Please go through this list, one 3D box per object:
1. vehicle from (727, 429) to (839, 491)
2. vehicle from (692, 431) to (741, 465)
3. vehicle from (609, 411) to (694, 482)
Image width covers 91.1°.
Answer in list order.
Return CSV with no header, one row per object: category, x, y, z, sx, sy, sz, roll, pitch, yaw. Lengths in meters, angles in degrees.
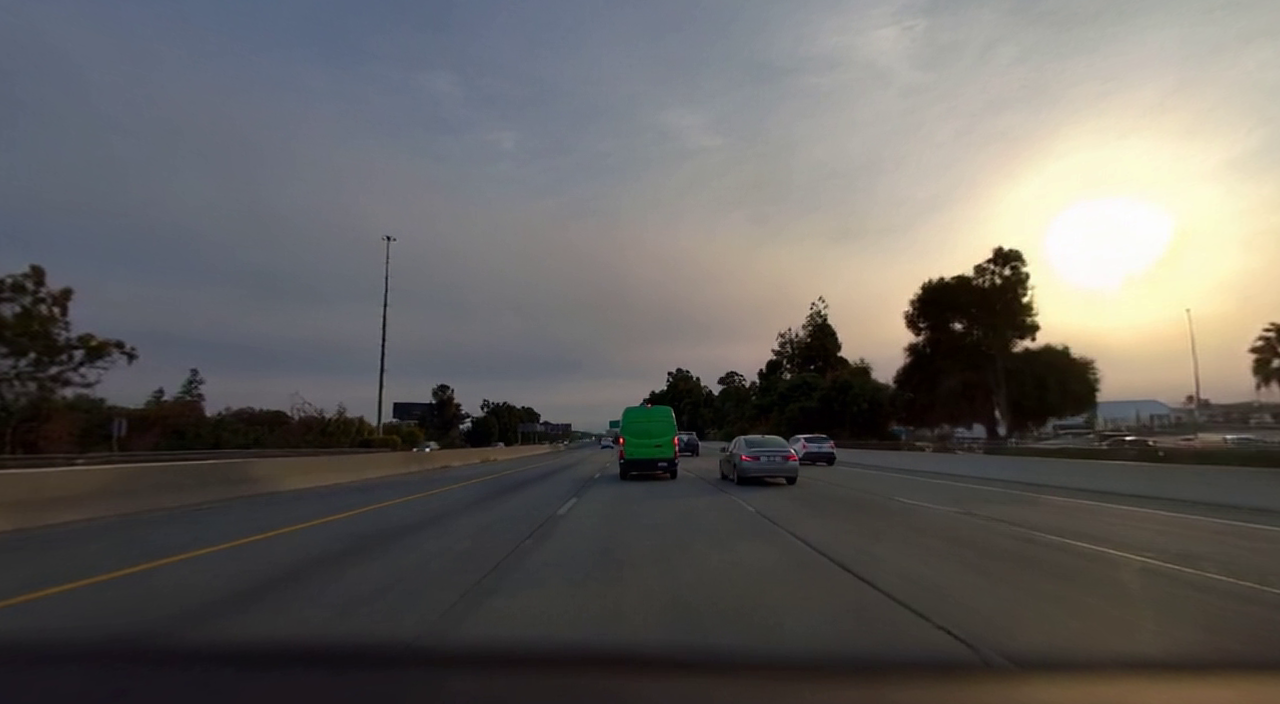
vehicle,3.775,2.929,17.351,2.099,1.510,3.784,0,-8,-2
vehicle,4.021,5.132,33.709,2.019,1.662,3.977,0,-8,-2
vehicle,0.256,3.212,21.498,2.546,2.087,5.404,0,-8,-2
